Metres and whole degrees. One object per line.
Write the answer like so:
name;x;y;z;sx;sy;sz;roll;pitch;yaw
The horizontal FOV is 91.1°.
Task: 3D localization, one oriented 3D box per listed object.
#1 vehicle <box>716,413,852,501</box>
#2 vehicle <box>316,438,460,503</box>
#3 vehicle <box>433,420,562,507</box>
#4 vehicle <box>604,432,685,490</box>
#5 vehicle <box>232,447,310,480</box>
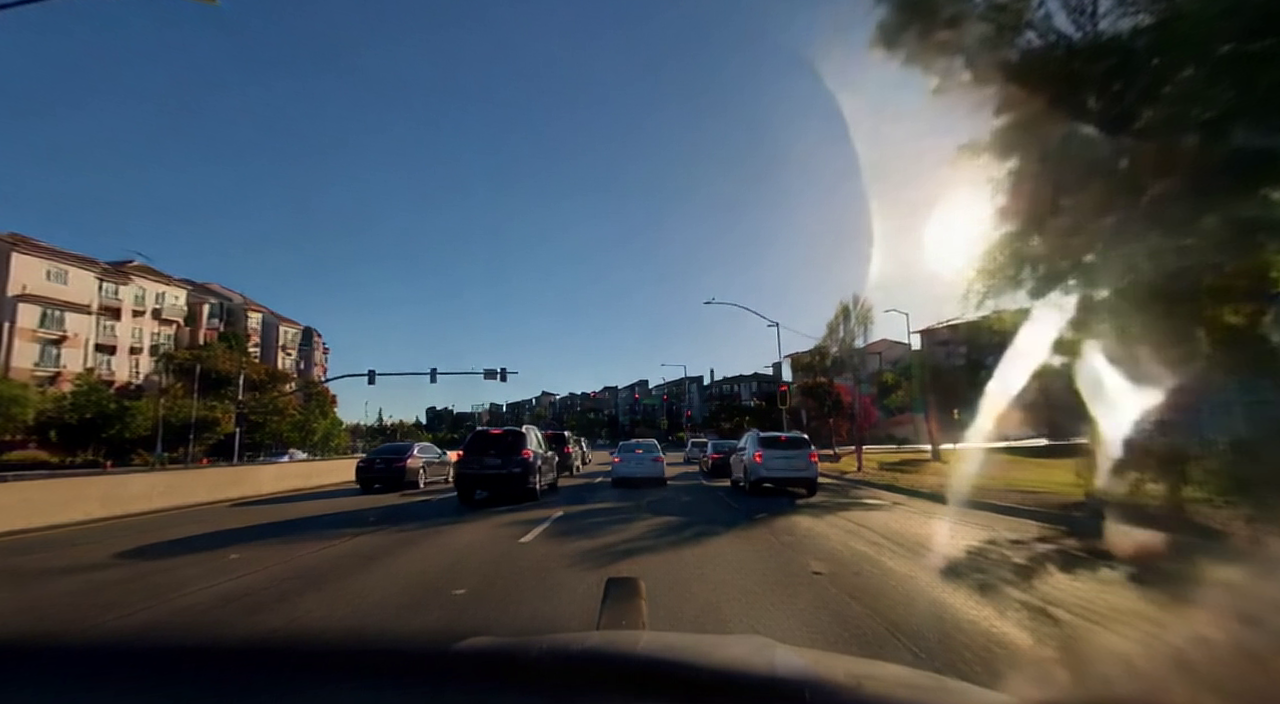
vehicle;3.310;2.543;15.570;2.141;1.833;4.704;0;-8;-2
vehicle;-6.450;3.056;16.750;1.926;1.465;4.620;0;-8;0
vehicle;-3.099;2.531;14.651;1.912;1.703;4.261;0;-8;1
vehicle;0.091;3.027;17.757;2.021;1.461;3.862;0;-8;-1
vehicle;-21.951;6.605;37.672;2.219;1.786;5.705;2;-8;-11
